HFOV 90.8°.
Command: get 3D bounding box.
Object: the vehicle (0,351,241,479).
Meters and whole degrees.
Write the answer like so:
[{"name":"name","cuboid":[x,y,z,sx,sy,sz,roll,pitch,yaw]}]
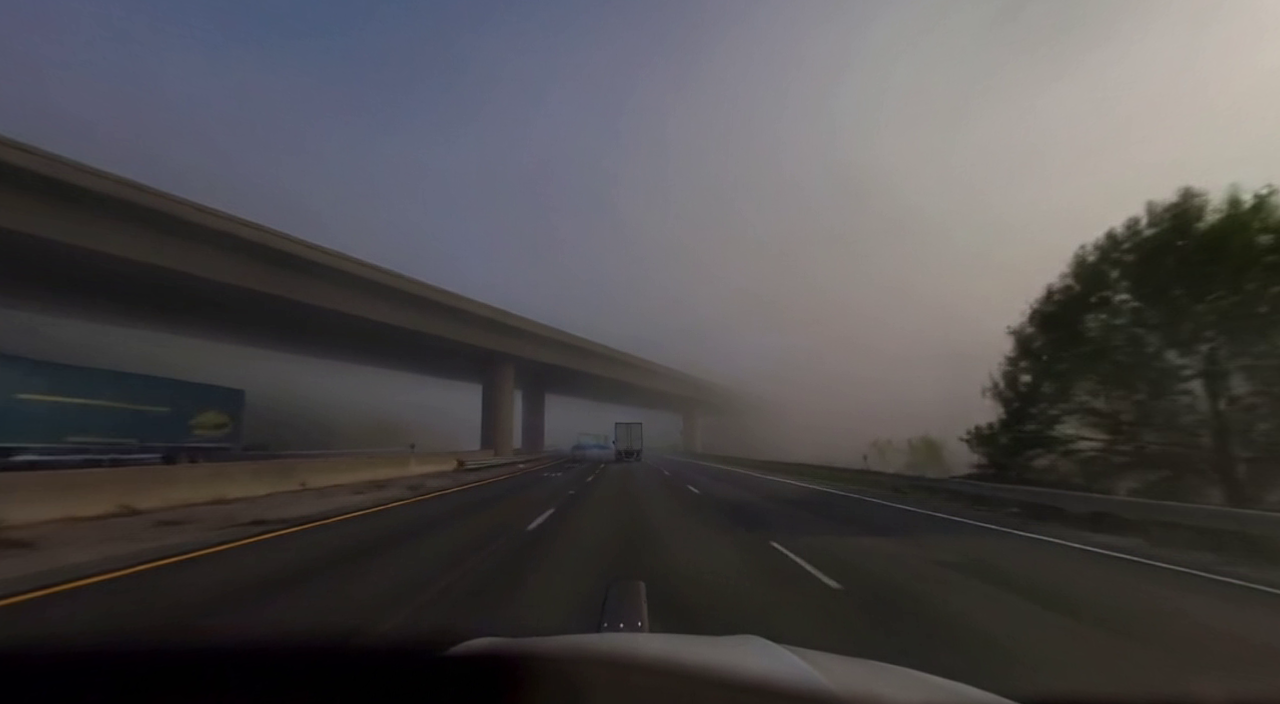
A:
[{"name":"vehicle","cuboid":[-21.380,2.792,24.641,2.881,3.917,14.152,0,-9,-3]}]
